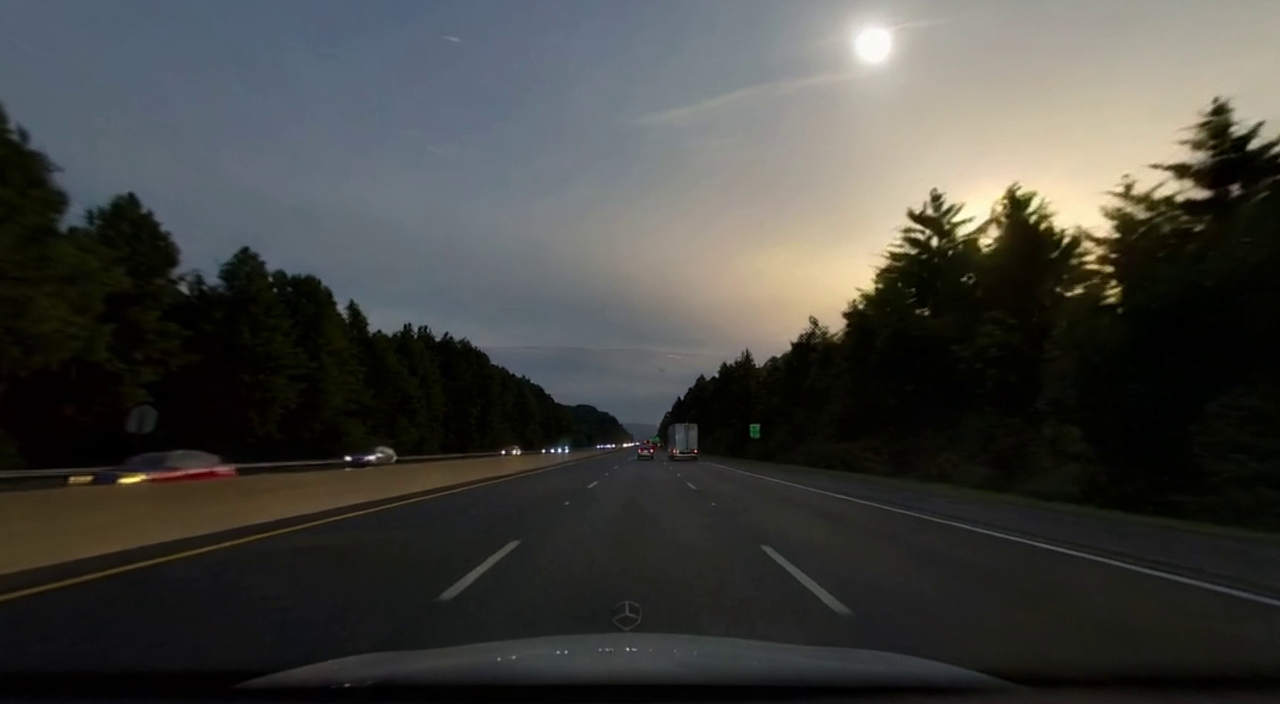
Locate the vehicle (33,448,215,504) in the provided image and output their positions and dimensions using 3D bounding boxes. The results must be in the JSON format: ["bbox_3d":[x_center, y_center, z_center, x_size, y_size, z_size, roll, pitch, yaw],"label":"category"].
[{"bbox_3d":[-15.000,3.600,18.700,1.816,1.454,4.185,0,-9,0],"label":"vehicle"}]

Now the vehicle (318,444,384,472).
[{"bbox_3d":[-18.597,6.837,40.742,2.017,1.666,4.521,0,-9,1],"label":"vehicle"}]

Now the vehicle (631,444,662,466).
[{"bbox_3d":[0.447,7.145,43.729,2.023,1.434,4.236,0,-9,1],"label":"vehicle"}]
